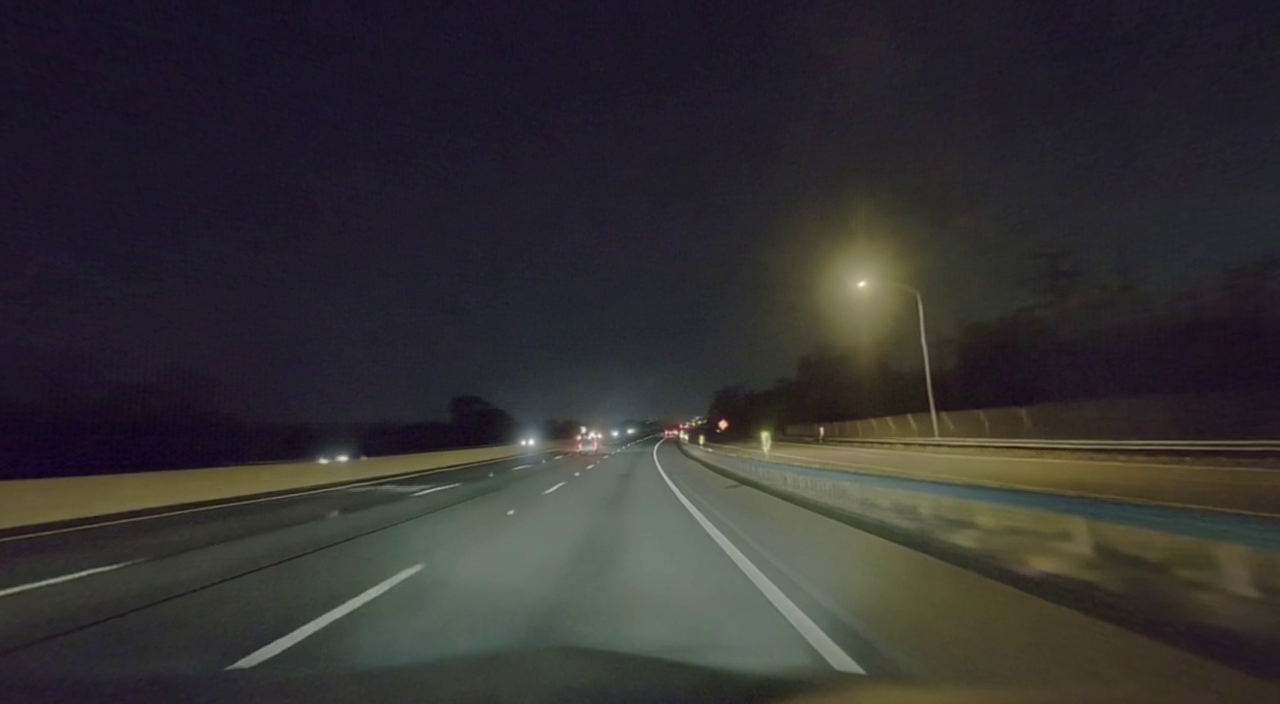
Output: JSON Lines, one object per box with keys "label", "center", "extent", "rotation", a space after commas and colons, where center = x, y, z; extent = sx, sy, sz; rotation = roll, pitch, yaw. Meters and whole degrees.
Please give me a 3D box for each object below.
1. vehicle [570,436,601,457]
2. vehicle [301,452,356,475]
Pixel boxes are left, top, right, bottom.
{"label": "vehicle", "center": [-4.213, 7.453, 49.232], "extent": [1.998, 1.584, 4.005], "rotation": [0, -9, 1]}
{"label": "vehicle", "center": [-21.324, 7.618, 43.048], "extent": [1.787, 1.481, 3.887], "rotation": [0, -9, 0]}
